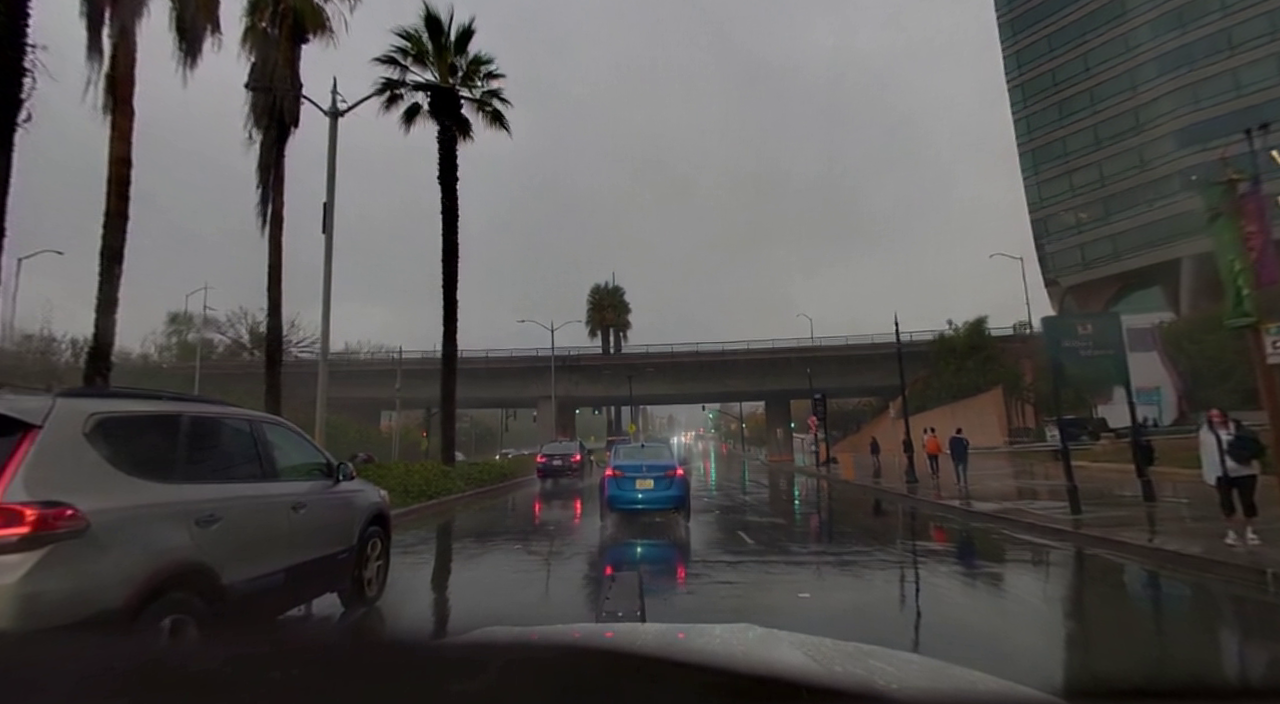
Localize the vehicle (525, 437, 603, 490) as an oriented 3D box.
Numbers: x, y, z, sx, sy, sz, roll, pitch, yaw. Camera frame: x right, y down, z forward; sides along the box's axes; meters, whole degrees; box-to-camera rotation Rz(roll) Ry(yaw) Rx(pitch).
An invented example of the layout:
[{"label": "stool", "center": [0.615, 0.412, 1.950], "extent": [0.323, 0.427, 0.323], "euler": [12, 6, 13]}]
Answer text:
[{"label": "vehicle", "center": [-2.531, 3.861, 22.190], "extent": [1.955, 1.637, 4.032], "euler": [-1, -9, 4]}]

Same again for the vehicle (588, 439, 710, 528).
[{"label": "vehicle", "center": [0.164, 2.508, 12.681], "extent": [2.036, 1.461, 4.129], "euler": [0, -8, 0]}]

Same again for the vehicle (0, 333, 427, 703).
[{"label": "vehicle", "center": [-3.166, 1.074, 3.928], "extent": [2.014, 1.740, 4.359], "euler": [0, -8, 2]}]
